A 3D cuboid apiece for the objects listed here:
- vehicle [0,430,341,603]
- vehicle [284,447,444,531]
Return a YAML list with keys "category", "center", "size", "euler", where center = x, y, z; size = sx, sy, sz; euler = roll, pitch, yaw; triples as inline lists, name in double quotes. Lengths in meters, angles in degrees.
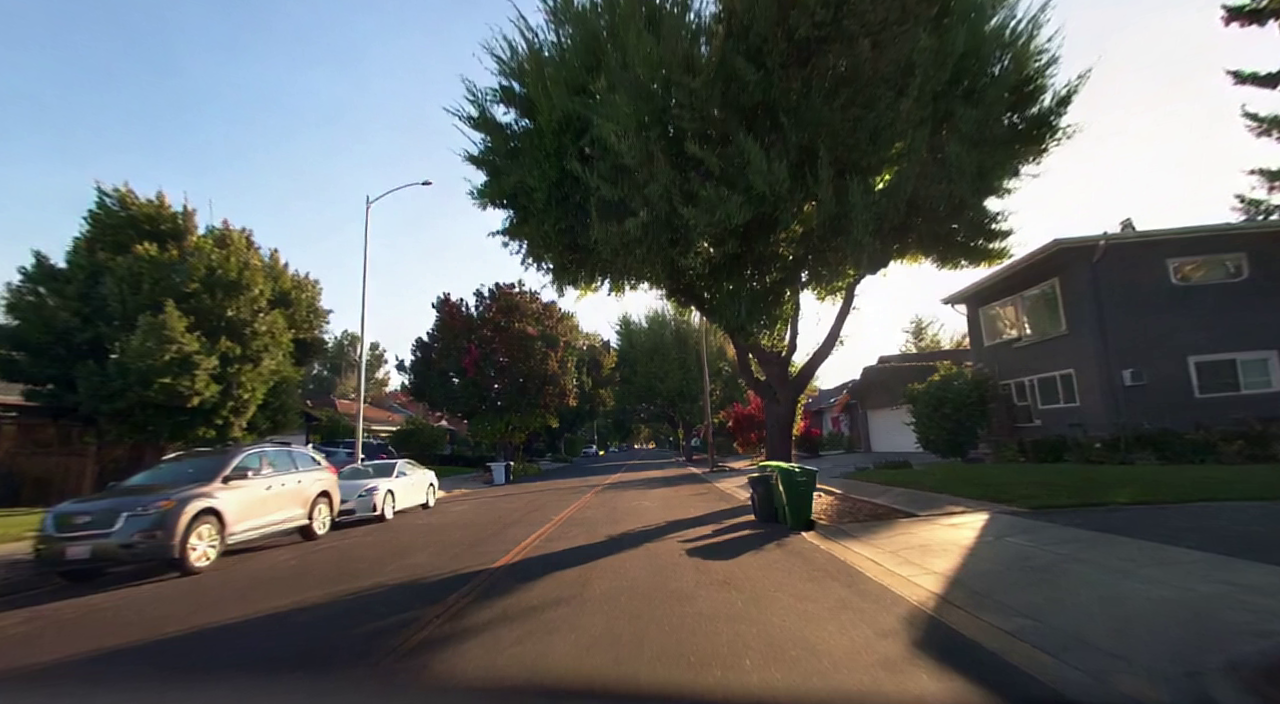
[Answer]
- category: "vehicle"
  center: [-6.553, 2.145, 9.351]
  size: [1.890, 1.723, 4.539]
  euler: [-6, -7, 1]
- category: "vehicle"
  center: [-6.380, 3.153, 15.157]
  size: [1.880, 1.458, 4.292]
  euler: [-4, -7, 1]
